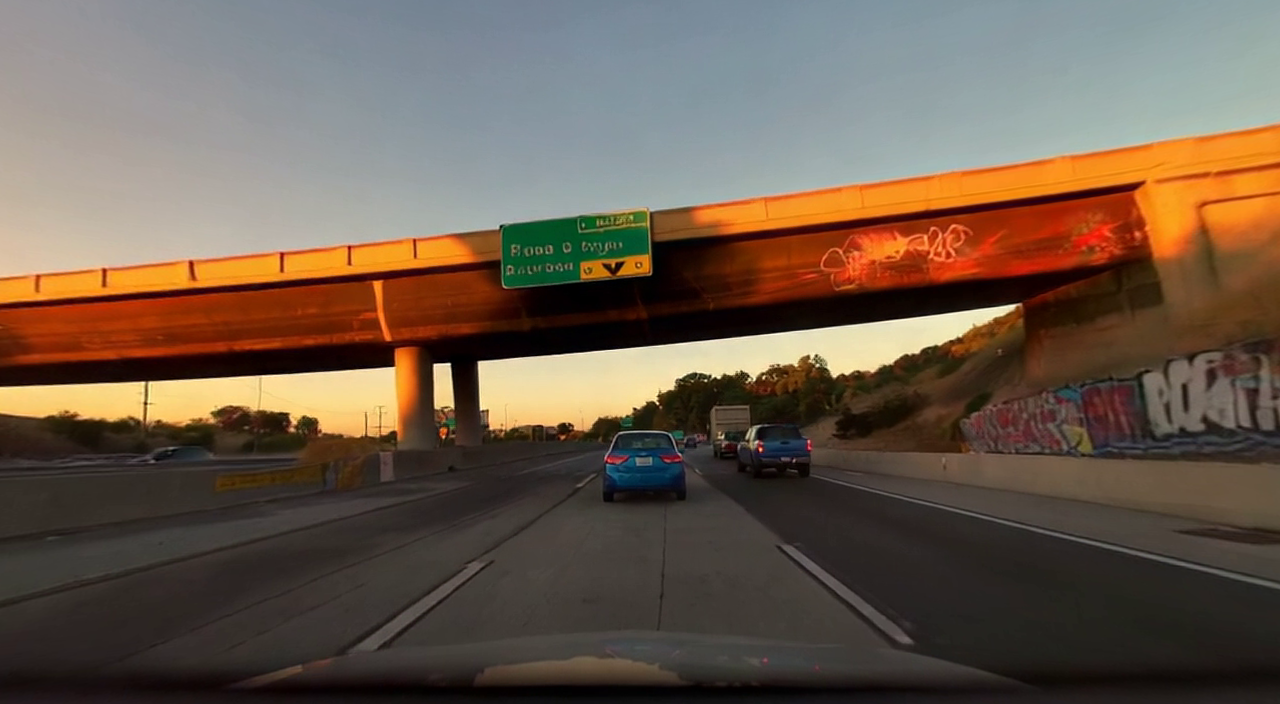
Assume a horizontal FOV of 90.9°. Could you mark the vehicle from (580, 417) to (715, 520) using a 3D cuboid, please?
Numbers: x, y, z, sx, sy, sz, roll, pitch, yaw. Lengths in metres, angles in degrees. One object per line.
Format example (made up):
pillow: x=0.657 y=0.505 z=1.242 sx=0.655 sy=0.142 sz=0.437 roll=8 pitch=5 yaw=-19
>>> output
vehicle: x=0.156 y=2.199 z=12.307 sx=2.193 sy=1.651 sz=3.946 roll=-1 pitch=-8 yaw=1

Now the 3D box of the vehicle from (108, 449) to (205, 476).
vehicle: x=-34.158 y=7.802 z=44.792 sx=1.965 sy=1.698 sz=5.574 roll=-2 pitch=-8 yaw=7

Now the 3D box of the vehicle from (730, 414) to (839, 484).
vehicle: x=4.462 y=3.154 z=20.621 sx=2.311 sy=1.922 sz=5.977 roll=-1 pitch=-8 yaw=2
